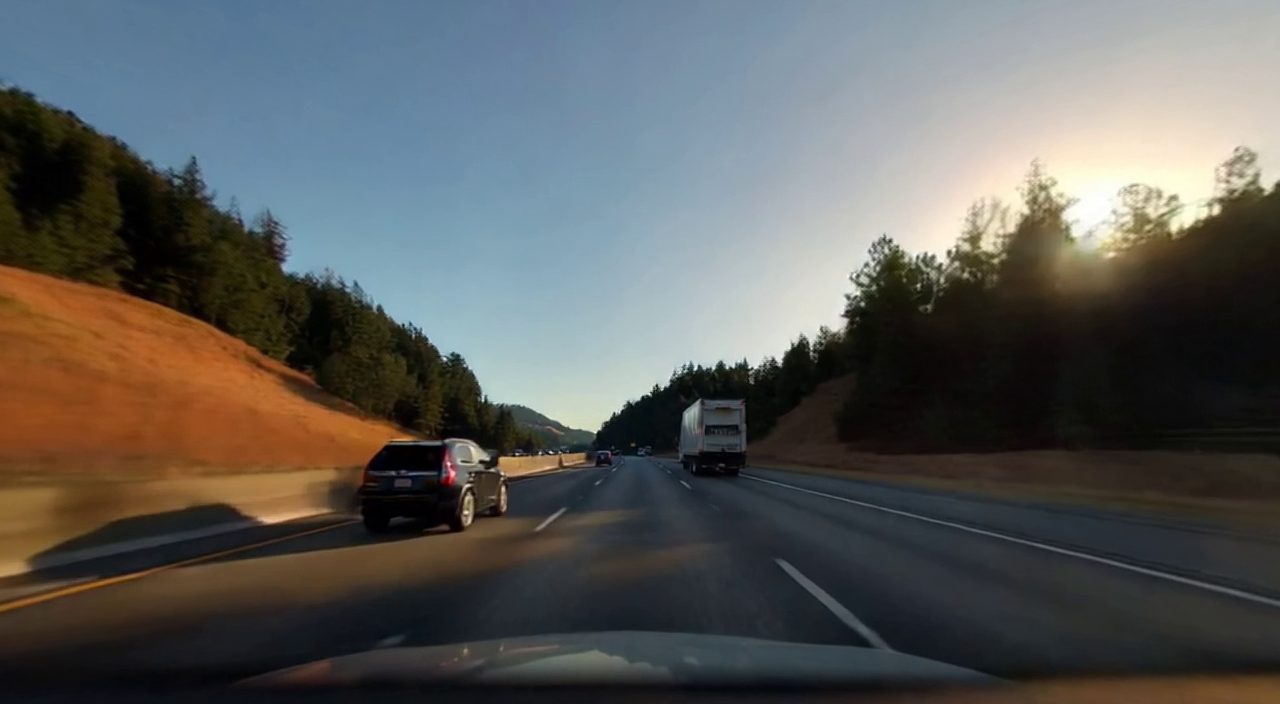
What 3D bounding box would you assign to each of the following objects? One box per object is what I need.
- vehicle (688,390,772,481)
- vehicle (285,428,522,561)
[{"bbox_3d":[4.056,4.000,29.983,3.016,3.891,5.767,0,-9,-1],"label":"vehicle"},{"bbox_3d":[-3.169,1.999,9.499,1.944,1.548,4.051,0,-9,1],"label":"vehicle"}]
